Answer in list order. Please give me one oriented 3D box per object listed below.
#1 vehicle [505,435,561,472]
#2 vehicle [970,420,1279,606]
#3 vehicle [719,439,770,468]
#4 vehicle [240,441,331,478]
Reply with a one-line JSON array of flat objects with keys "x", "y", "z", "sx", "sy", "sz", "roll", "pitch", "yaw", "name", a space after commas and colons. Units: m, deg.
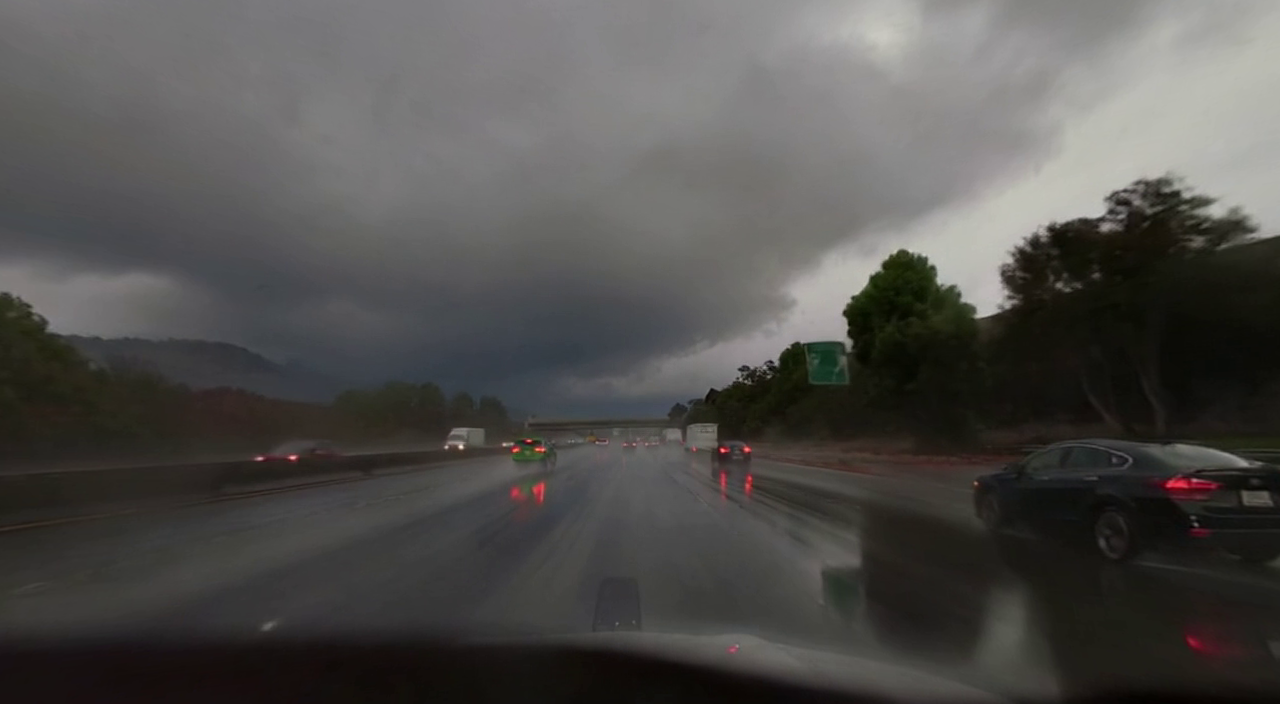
[{"x": -4.933, "y": 4.705, "z": 29.555, "sx": 1.966, "sy": 1.570, "sz": 3.859, "roll": 0, "pitch": -8, "yaw": -1, "name": "vehicle"}, {"x": 5.993, "y": 1.589, "z": 7.269, "sx": 2.028, "sy": 1.488, "sz": 4.236, "roll": 0, "pitch": -8, "yaw": -1, "name": "vehicle"}, {"x": 5.428, "y": 5.302, "z": 33.280, "sx": 1.920, "sy": 1.436, "sz": 3.890, "roll": 0, "pitch": -8, "yaw": -2, "name": "vehicle"}, {"x": -17.269, "y": 5.226, "z": 30.952, "sx": 1.943, "sy": 1.648, "sz": 4.322, "roll": 0, "pitch": -8, "yaw": 0, "name": "vehicle"}]
